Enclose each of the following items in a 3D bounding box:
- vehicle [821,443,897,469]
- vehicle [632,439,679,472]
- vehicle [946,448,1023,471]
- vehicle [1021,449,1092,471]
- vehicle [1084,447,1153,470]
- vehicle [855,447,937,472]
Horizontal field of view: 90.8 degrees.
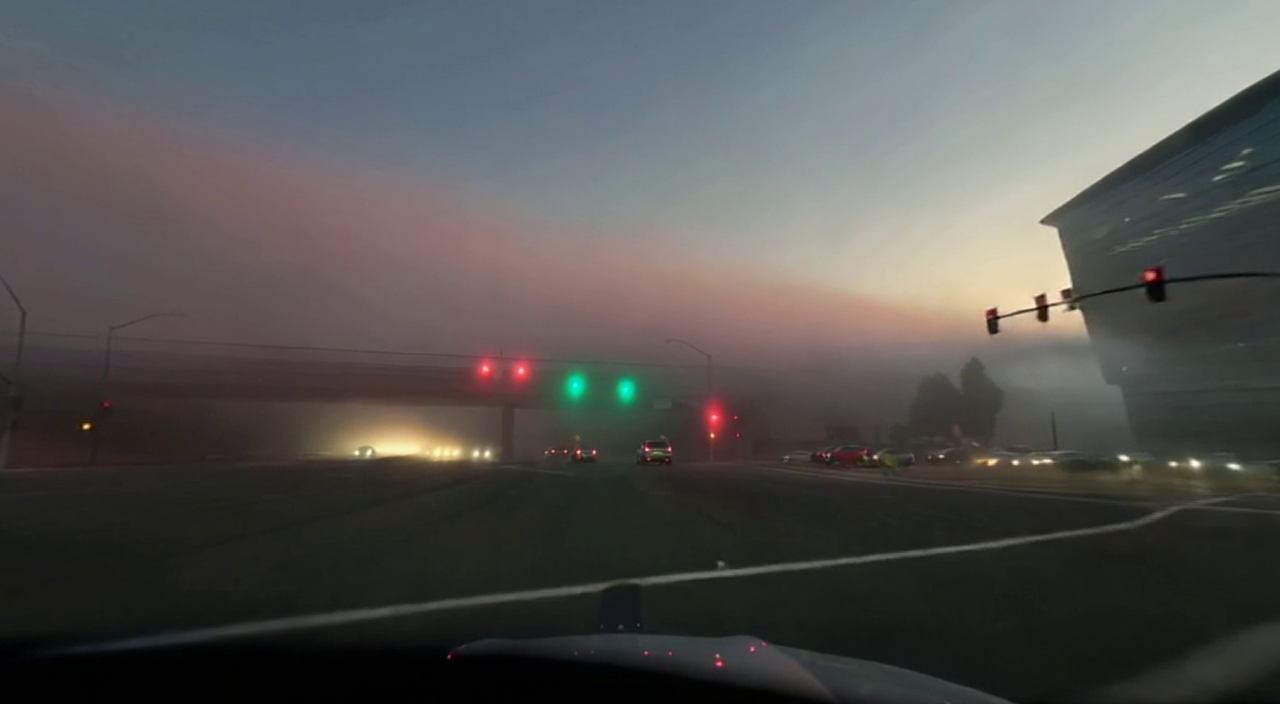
[{"bbox_3d":[14.722,6.966,42.464,4.501,1.631,2.165,4,-9,-23],"label":"vehicle"},{"bbox_3d":[0.801,5.685,34.862,2.024,1.724,3.928,1,-9,-7],"label":"vehicle"},{"bbox_3d":[22.868,7.094,41.944,4.570,1.455,1.976,4,-9,-23],"label":"vehicle"},{"bbox_3d":[29.263,7.577,44.363,4.427,1.475,1.897,4,-9,-23],"label":"vehicle"},{"bbox_3d":[35.835,7.946,47.271,4.589,1.634,1.883,4,-9,-22],"label":"vehicle"},{"bbox_3d":[15.623,6.505,38.506,4.538,1.417,1.948,4,-9,-24],"label":"vehicle"}]
